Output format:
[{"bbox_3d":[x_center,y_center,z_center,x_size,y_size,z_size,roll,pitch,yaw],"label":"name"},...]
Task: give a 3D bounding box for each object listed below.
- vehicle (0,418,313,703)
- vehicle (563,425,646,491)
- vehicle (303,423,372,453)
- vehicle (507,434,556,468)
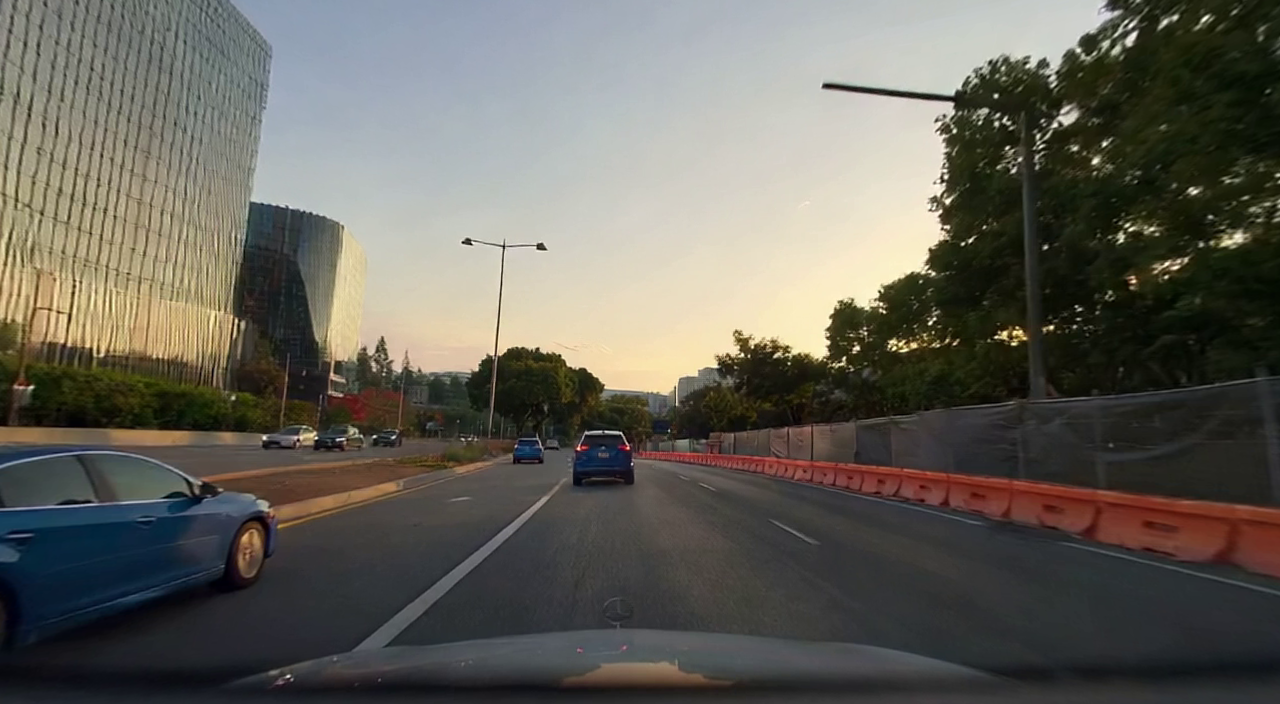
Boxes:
[{"bbox_3d":[-3.958,1.134,3.817,1.848,1.406,4.013,0,-8,-1],"label":"vehicle"},{"bbox_3d":[-0.907,2.690,16.376,1.913,1.499,3.581,0,-8,-3],"label":"vehicle"},{"bbox_3d":[-16.554,4.739,34.740,1.921,1.526,4.318,1,-8,-4],"label":"vehicle"},{"bbox_3d":[-5.111,4.679,30.126,1.888,1.486,4.310,1,-8,-5],"label":"vehicle"}]
